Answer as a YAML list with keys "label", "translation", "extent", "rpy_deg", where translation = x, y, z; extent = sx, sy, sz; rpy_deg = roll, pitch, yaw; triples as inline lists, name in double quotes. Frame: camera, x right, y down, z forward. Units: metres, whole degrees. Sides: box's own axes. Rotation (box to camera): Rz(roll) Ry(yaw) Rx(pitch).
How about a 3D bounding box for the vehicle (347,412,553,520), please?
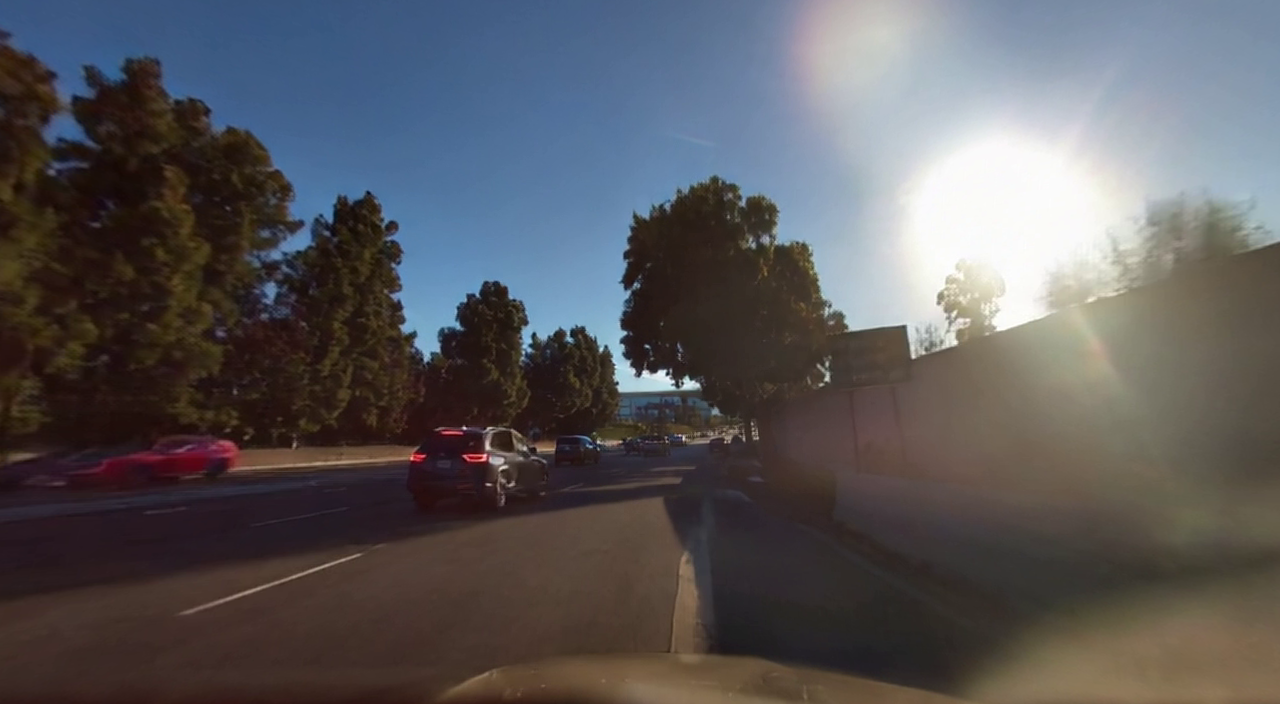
- label: "vehicle"
  translation: [-3.326, 2.134, 12.290]
  extent: [2.082, 1.638, 4.644]
  rpy_deg: [0, -9, 7]

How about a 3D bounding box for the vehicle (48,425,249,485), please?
- label: "vehicle"
  translation: [-15.145, 3.223, 19.925]
  extent: [2.109, 1.607, 4.759]
  rpy_deg: [0, -9, 8]

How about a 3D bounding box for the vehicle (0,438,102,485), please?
- label: "vehicle"
  translation: [-21.632, 3.738, 21.803]
  extent: [1.833, 1.507, 4.465]
  rpy_deg: [0, -9, 8]

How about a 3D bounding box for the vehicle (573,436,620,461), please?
- label: "vehicle"
  translation: [-2.692, 6.082, 39.816]
  extent: [1.860, 1.442, 4.332]
  rpy_deg: [0, -9, 11]
